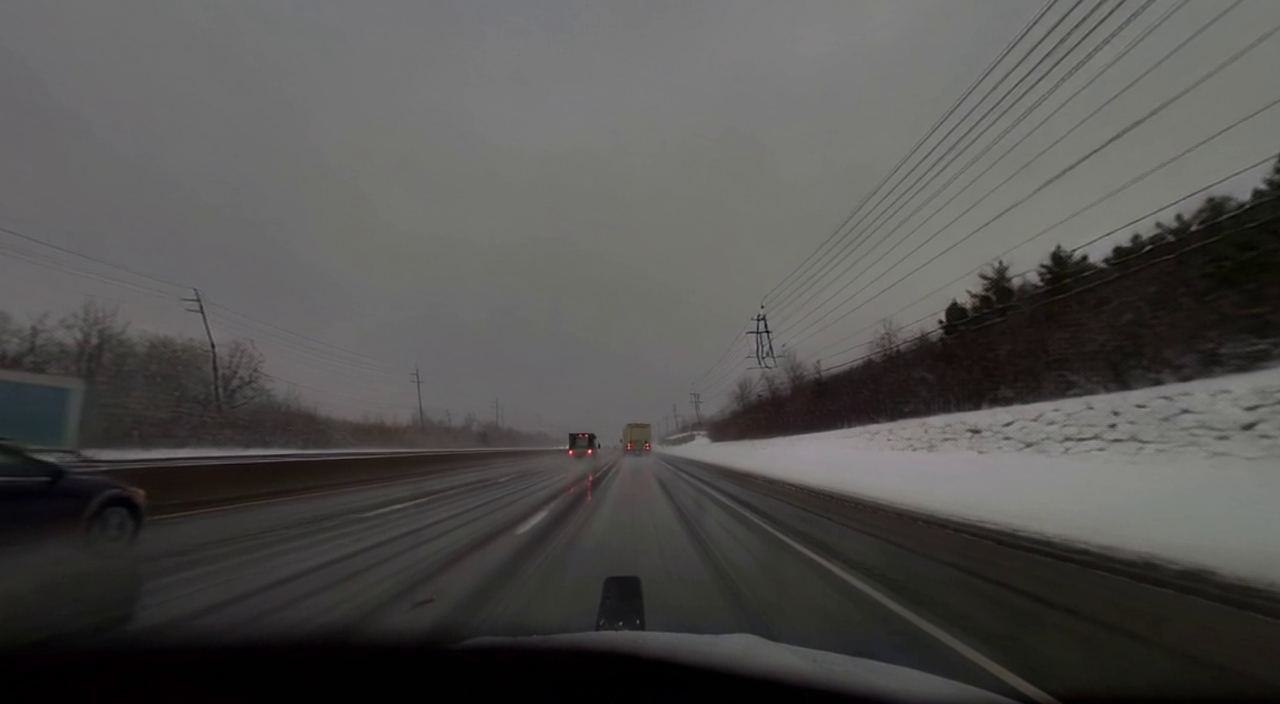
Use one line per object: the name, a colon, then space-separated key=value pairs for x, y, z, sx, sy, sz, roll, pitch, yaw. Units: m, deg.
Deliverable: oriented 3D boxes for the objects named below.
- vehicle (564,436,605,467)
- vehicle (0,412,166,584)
vehicle: x=-3.646 y=6.664 z=42.221 sx=2.207 sy=1.949 sz=4.911 roll=0 pitch=-9 yaw=1
vehicle: x=-6.908 y=1.288 z=5.421 sx=2.066 sy=1.558 sz=4.607 roll=0 pitch=-9 yaw=0
